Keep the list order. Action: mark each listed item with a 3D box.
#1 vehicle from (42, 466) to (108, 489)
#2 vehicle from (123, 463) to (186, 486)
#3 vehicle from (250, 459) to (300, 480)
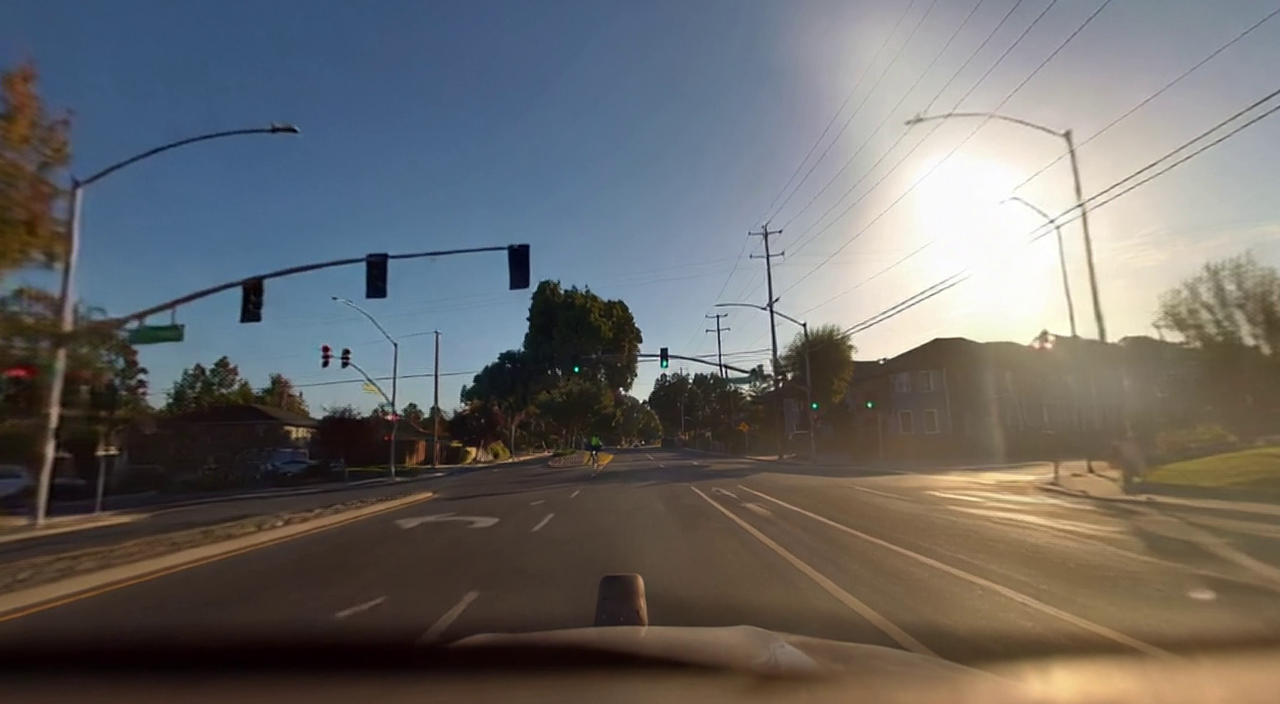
[{"bbox_3d":[-42.661,9.481,47.818,1.795,1.485,4.389,2,-9,-15],"label":"vehicle"},{"bbox_3d":[-36.943,9.316,48.238,1.857,1.491,4.680,2,-9,-12],"label":"vehicle"},{"bbox_3d":[-28.741,9.246,49.880,1.974,1.457,4.248,1,-9,-10],"label":"vehicle"}]
